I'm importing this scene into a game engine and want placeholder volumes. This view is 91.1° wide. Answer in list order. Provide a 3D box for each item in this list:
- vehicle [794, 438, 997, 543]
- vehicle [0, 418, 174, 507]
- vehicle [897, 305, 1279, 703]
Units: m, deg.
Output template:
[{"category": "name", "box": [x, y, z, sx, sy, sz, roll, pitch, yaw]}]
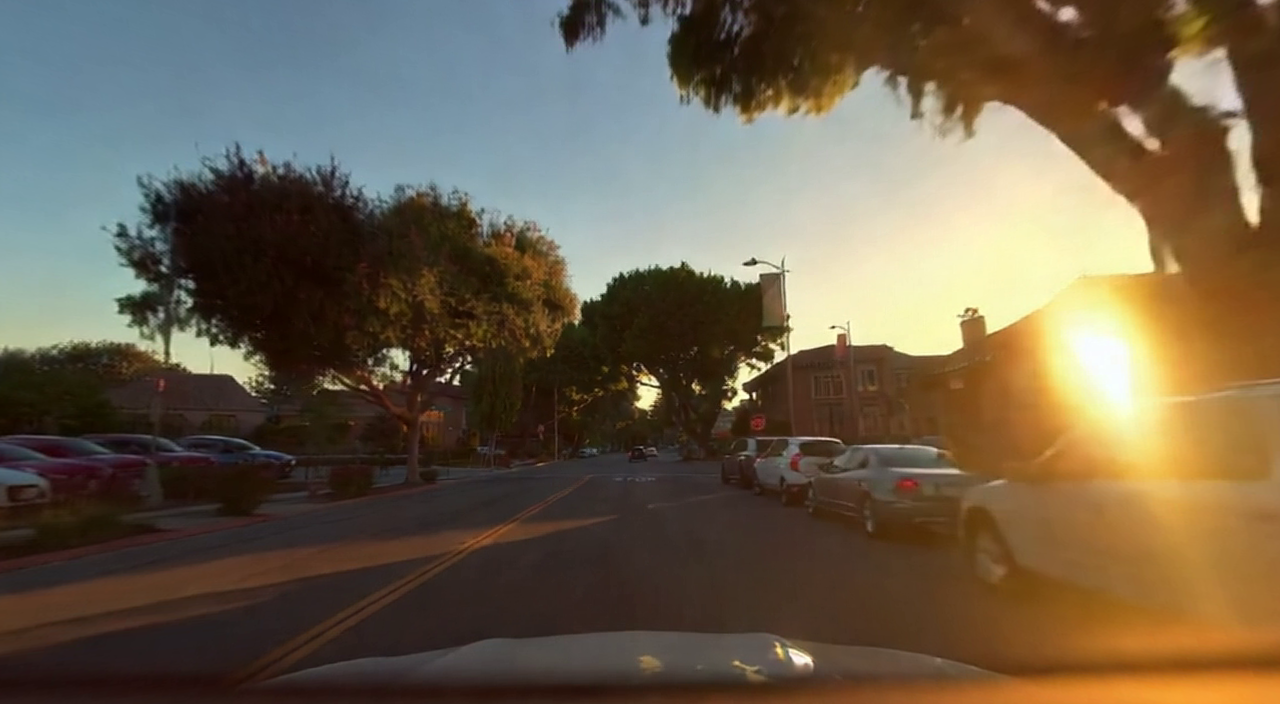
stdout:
[{"category": "vehicle", "box": [4.227, 2.323, 11.268, 1.801, 1.491, 4.308, 0, -8, 0]}, {"category": "vehicle", "box": [-16.441, 3.080, 17.338, 5.490, 2.067, 2.220, -5, -7, 1]}, {"category": "vehicle", "box": [4.018, 0.962, 4.013, 2.292, 1.974, 5.853, 0, -8, 0]}]
